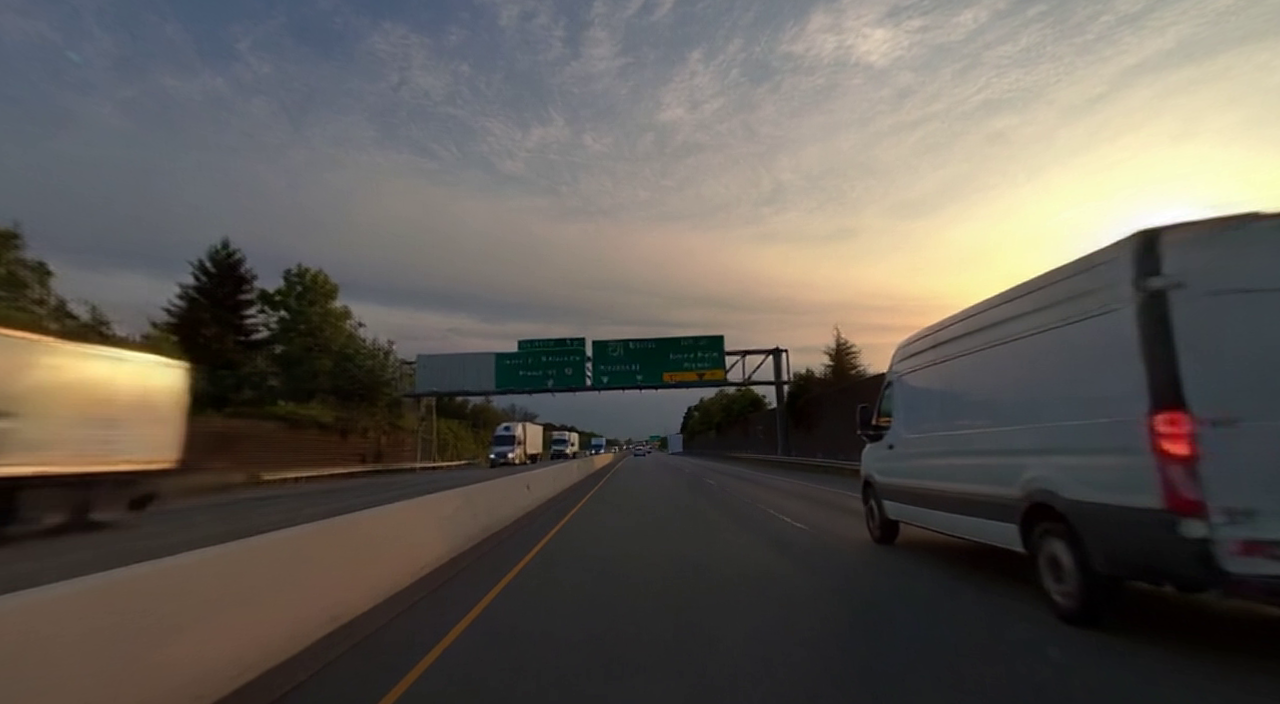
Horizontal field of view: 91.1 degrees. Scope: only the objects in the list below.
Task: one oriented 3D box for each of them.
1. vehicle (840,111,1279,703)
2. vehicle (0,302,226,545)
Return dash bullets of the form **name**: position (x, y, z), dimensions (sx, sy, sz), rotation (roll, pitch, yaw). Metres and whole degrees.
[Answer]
- **vehicle**: position (4.069, 0.639, 4.984), dimensions (2.449, 2.805, 6.763), rotation (0, -9, -2)
- **vehicle**: position (-12.526, 1.061, 9.673), dimensions (3.050, 4.132, 13.617), rotation (0, -9, 0)
